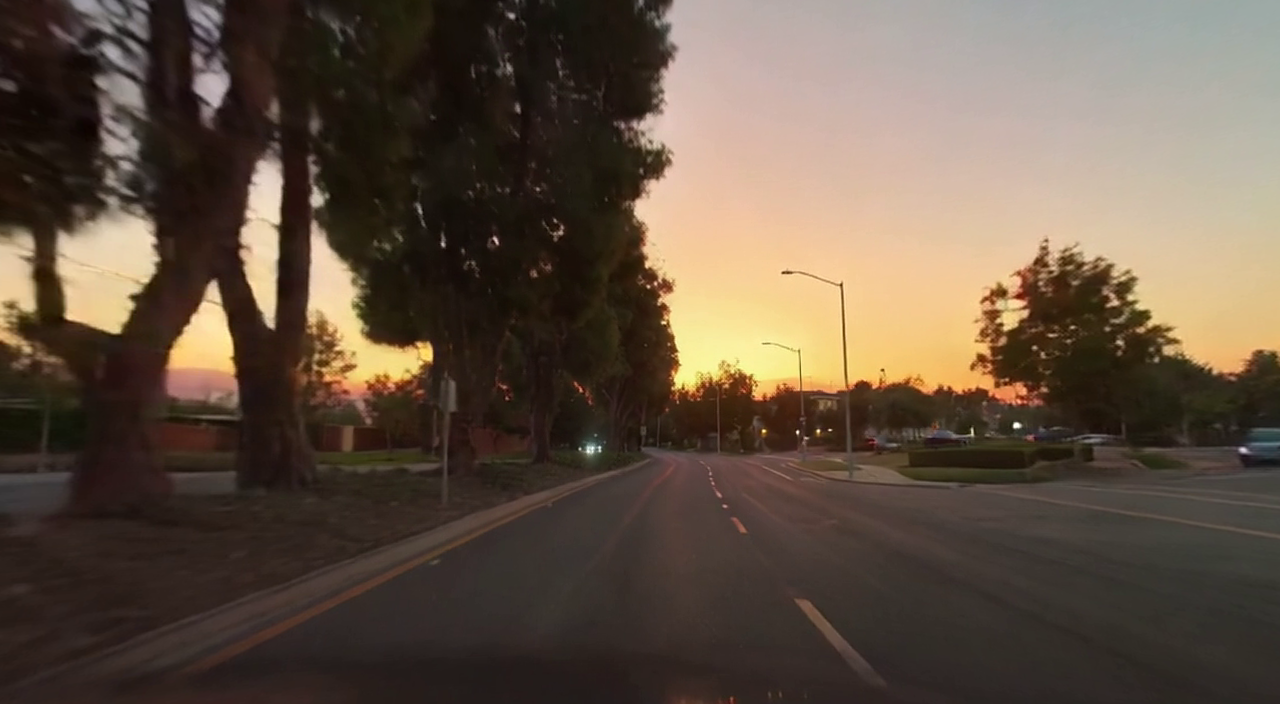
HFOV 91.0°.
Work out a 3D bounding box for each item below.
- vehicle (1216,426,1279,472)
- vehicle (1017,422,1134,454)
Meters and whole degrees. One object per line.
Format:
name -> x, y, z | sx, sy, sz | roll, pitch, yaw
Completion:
vehicle -> 22.716, 3.522, 22.837 | 4.456, 1.489, 1.963 | 8, -11, -40
vehicle -> 32.842, 6.589, 47.740 | 2.569, 2.236, 6.684 | 6, -11, -35
